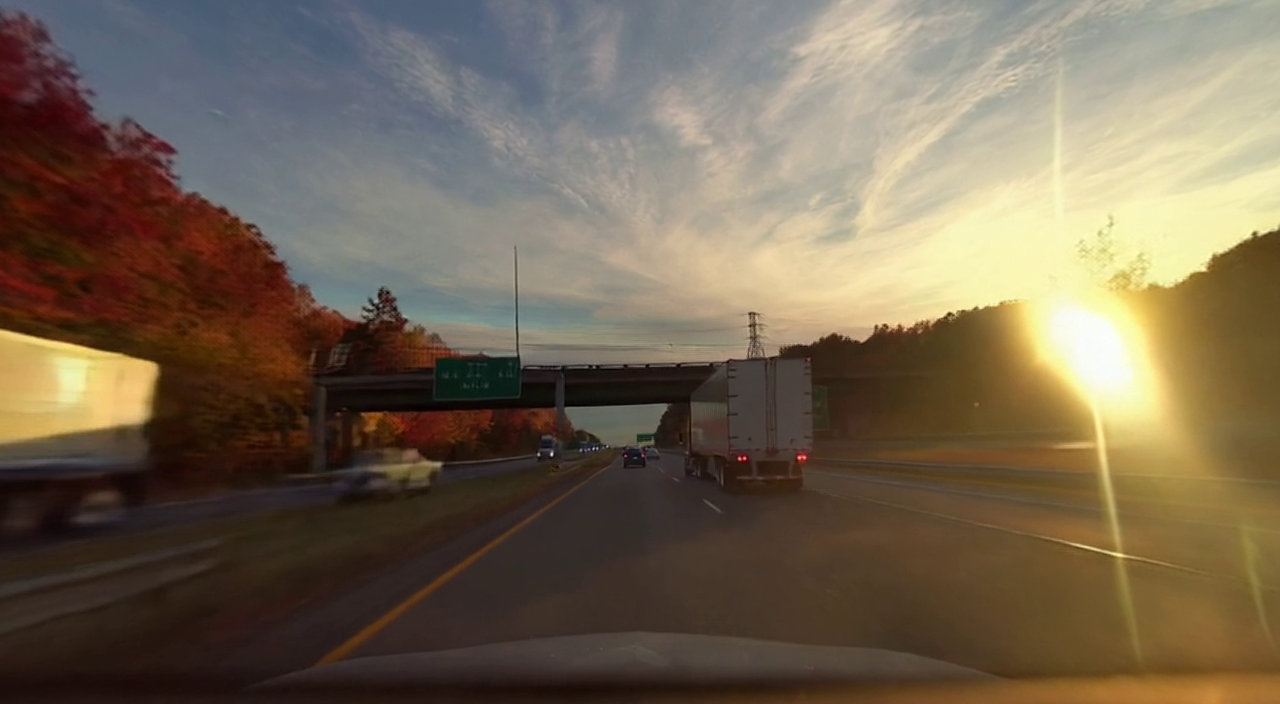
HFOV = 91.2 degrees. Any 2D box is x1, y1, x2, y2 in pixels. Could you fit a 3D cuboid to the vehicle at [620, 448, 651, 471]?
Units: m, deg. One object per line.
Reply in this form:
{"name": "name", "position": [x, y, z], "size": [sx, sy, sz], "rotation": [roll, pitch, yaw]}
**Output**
{"name": "vehicle", "position": [-0.328, 7.208, 42.211], "size": [1.961, 1.454, 3.755], "rotation": [0, -9, -1]}

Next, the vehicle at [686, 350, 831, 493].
{"name": "vehicle", "position": [4.069, 3.184, 26.058], "size": [2.956, 4.281, 14.327], "rotation": [0, -9, -1]}

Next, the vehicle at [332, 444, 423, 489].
{"name": "vehicle", "position": [-9.699, 4.251, 23.490], "size": [1.800, 1.490, 3.879], "rotation": [0, -9, -1]}

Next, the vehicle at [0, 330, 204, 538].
{"name": "vehicle", "position": [-13.913, 1.447, 11.162], "size": [2.929, 3.987, 13.304], "rotation": [0, -9, -1]}
